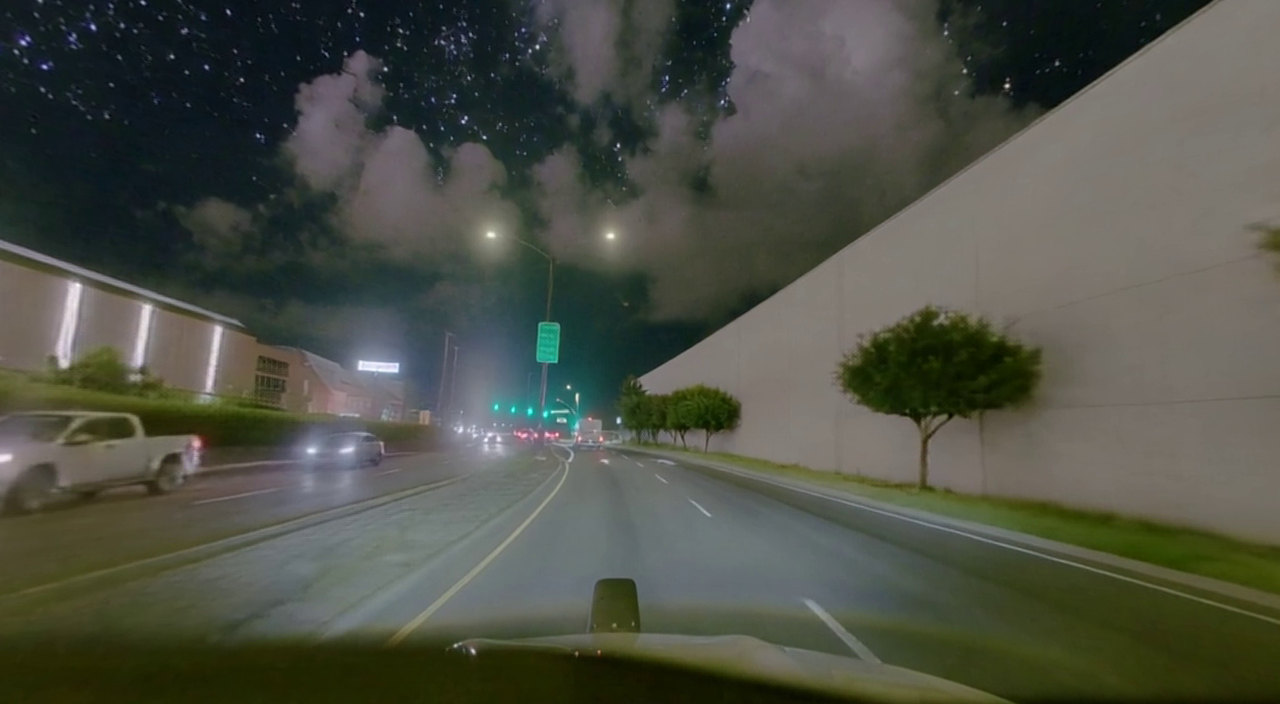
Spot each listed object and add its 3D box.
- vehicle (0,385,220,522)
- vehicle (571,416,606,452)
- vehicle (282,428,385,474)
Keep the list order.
[{"bbox_3d":[-10.326,1.758,11.247,2.198,1.916,5.296,1,-8,-3],"label":"vehicle"},{"bbox_3d":[-4.130,6.472,49.537,2.276,2.706,5.232,1,-8,-9],"label":"vehicle"},{"bbox_3d":[-11.016,3.586,23.014,1.897,1.515,3.986,1,-8,-3],"label":"vehicle"}]
